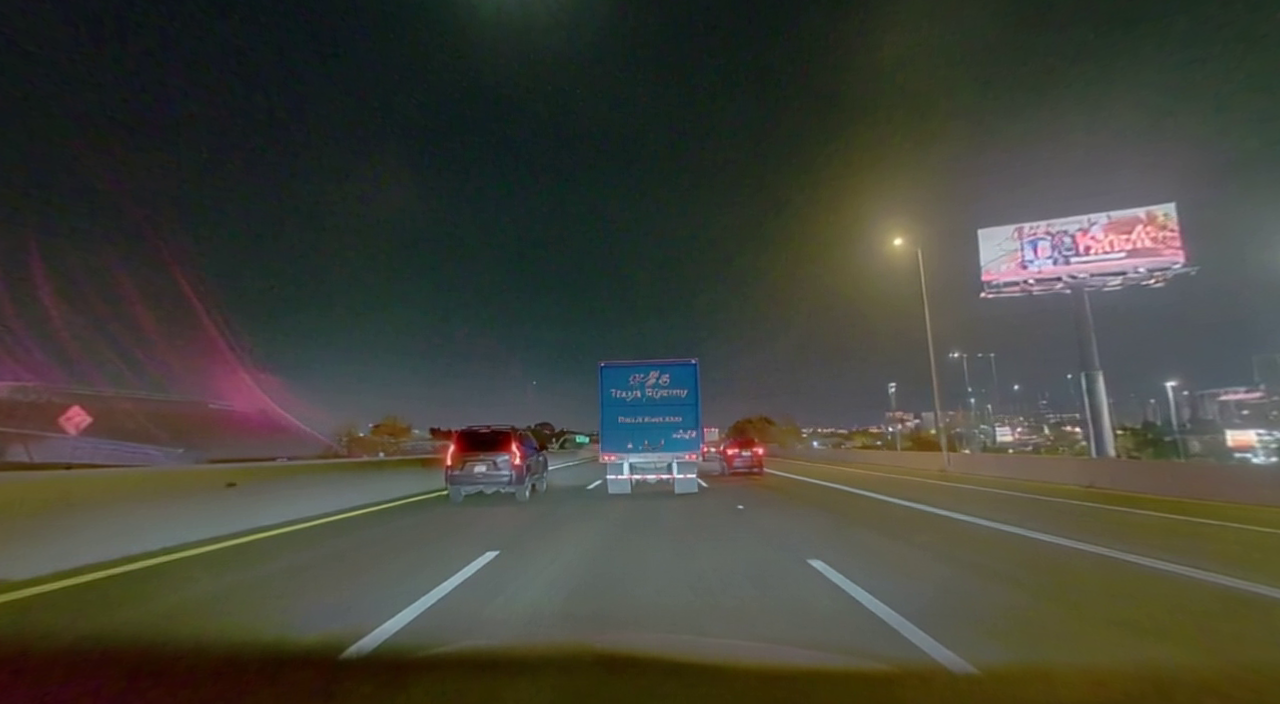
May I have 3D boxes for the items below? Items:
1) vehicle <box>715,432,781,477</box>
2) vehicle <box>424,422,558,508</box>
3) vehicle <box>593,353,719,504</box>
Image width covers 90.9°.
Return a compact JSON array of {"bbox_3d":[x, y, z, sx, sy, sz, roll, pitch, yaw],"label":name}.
[{"bbox_3d":[4.391,4.244,26.413,1.986,1.718,4.296,0,-8,0],"label":"vehicle"},{"bbox_3d":[-3.488,2.741,15.748,2.133,1.808,4.349,-1,-8,2],"label":"vehicle"},{"bbox_3d":[0.423,2.264,18.087,2.733,3.296,8.571,0,-8,1],"label":"vehicle"}]
